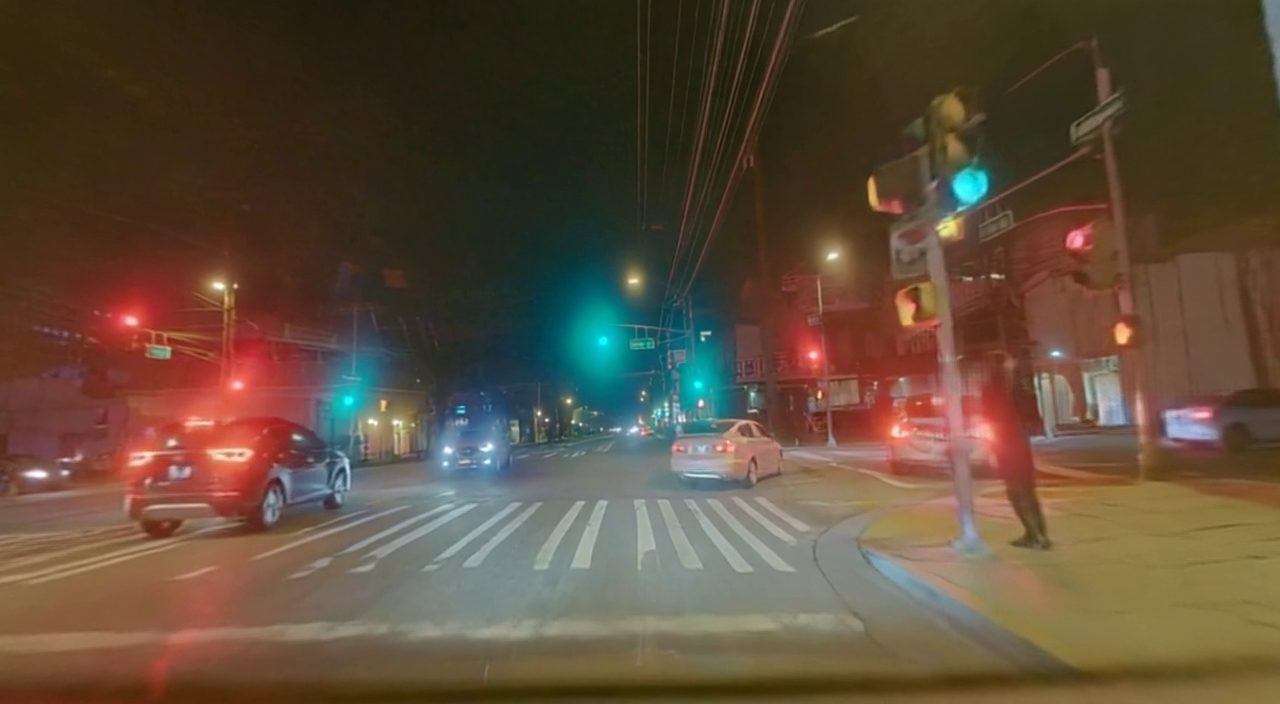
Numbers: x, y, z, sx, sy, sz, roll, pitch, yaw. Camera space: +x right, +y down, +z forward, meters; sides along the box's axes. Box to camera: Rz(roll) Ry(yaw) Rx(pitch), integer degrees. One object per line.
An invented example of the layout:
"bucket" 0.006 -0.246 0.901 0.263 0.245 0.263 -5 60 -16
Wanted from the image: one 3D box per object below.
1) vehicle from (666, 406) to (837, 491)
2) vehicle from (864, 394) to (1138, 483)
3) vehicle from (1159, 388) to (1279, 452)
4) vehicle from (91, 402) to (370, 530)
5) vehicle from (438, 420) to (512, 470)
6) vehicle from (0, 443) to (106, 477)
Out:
"vehicle" 2.552 1.955 13.616 2.059 1.497 4.260 -5 -7 33
"vehicle" 7.479 1.766 13.351 4.714 1.686 1.973 1 -6 -8
"vehicle" 18.884 2.030 19.228 4.478 1.749 2.161 -1 -7 -9
"vehicle" -6.573 1.848 10.896 2.063 1.751 4.229 0 -7 -2
"vehicle" -5.513 3.034 20.999 2.097 1.457 4.439 2 -8 -16
"vehicle" -34.664 6.326 37.287 4.492 1.880 1.879 0 -7 -1
